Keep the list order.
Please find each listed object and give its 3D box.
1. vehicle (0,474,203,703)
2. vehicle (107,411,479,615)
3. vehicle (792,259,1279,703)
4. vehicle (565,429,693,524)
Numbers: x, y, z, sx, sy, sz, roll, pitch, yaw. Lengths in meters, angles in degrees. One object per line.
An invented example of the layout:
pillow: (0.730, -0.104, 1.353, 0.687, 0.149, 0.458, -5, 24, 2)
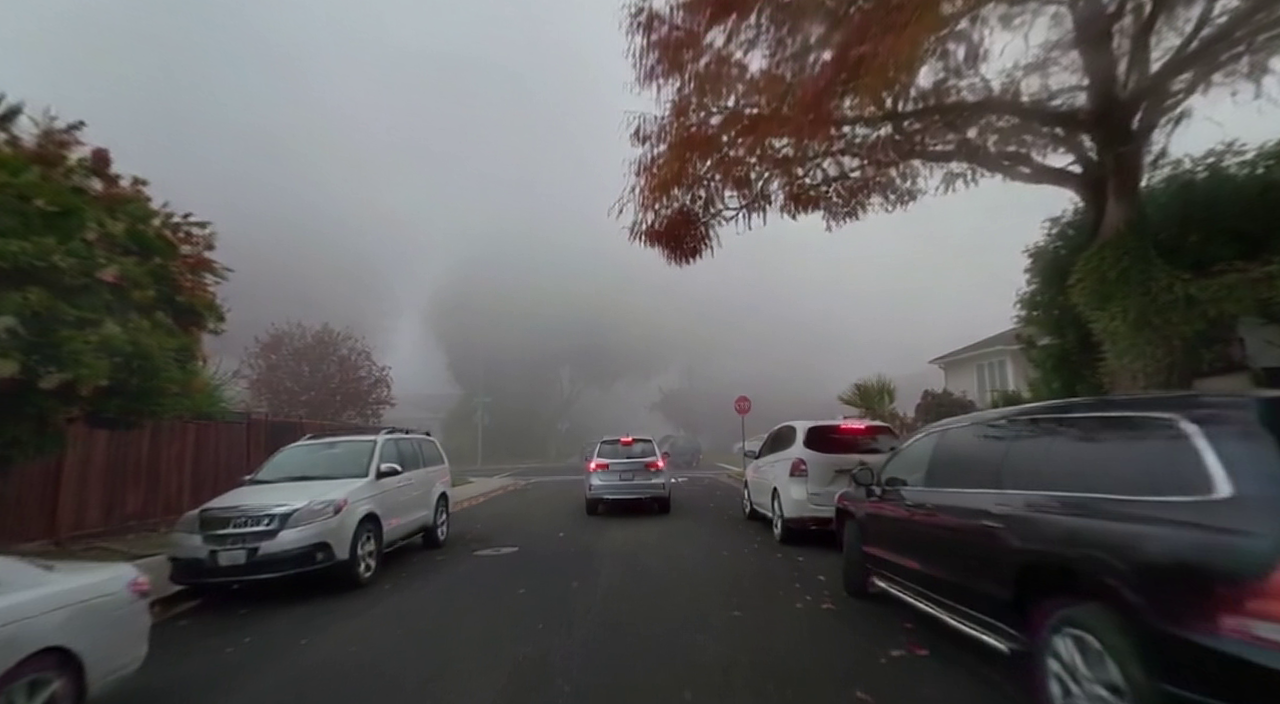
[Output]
vehicle: (-3.377, 1.082, 1.649, 1.728, 1.305, 3.805, 0, -8, 0)
vehicle: (-3.386, 1.617, 7.279, 1.965, 1.657, 4.104, 0, -8, 0)
vehicle: (2.512, 0.936, 3.542, 2.136, 1.650, 4.837, 0, -8, 1)
vehicle: (-0.178, 2.268, 12.024, 2.010, 1.499, 4.107, 0, -8, 0)
